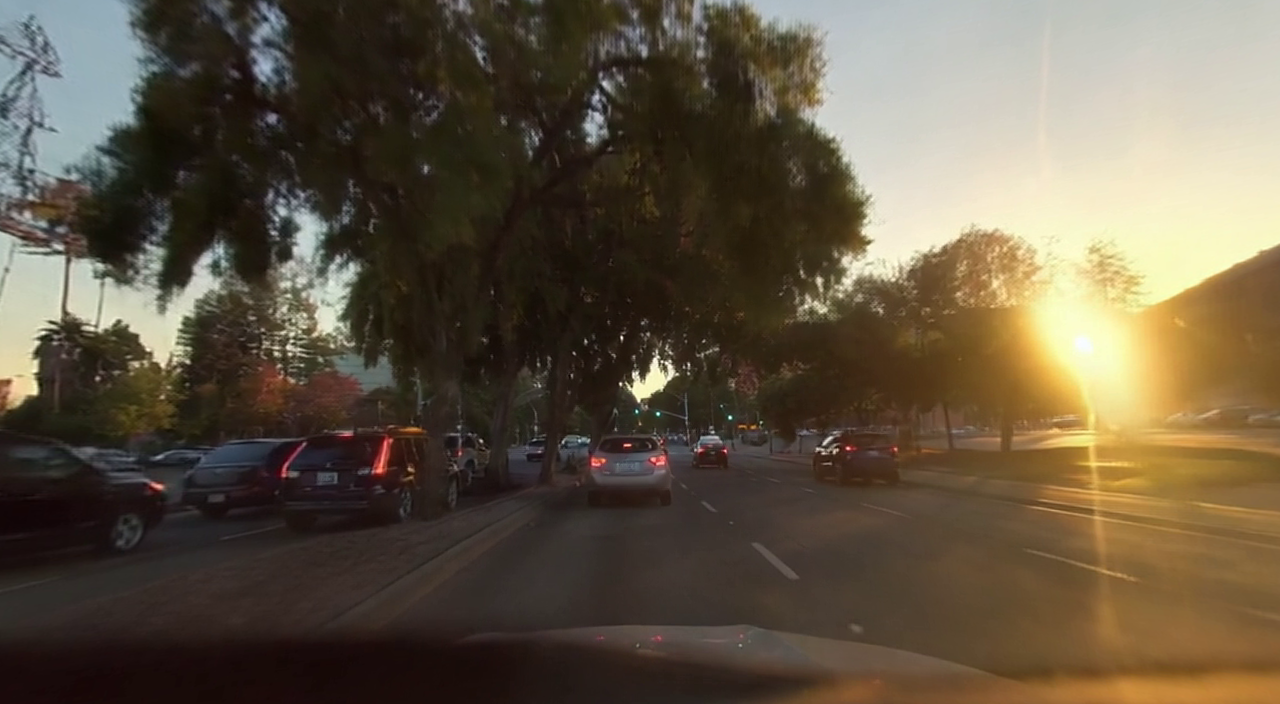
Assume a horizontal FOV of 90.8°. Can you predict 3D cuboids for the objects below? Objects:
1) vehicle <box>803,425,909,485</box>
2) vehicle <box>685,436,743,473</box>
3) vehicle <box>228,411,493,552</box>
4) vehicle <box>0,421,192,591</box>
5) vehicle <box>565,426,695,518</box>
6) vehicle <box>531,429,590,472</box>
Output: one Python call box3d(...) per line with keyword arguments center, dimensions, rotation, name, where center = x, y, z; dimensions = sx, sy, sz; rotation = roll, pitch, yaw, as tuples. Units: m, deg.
box3d(center=(6.795, 3.290, 20.379), dimensions=(1.889, 1.681, 4.120), rotation=(0, -9, -1), name="vehicle")
box3d(center=(3.157, 4.478, 27.868), dimensions=(1.905, 1.473, 4.183), rotation=(0, -9, -2), name="vehicle")
box3d(center=(-3.779, 1.837, 9.622), dimensions=(2.009, 1.619, 4.376), rotation=(0, -9, 0), name="vehicle")
box3d(center=(-6.700, 1.430, 5.929), dimensions=(1.835, 1.516, 4.423), rotation=(0, -9, -2), name="vehicle")
box3d(center=(-0.203, 2.314, 12.682), dimensions=(2.161, 1.501, 4.184), rotation=(0, -9, -1), name="vehicle")
box3d(center=(-3.591, 4.583, 29.529), dimensions=(2.154, 1.801, 5.015), rotation=(0, -8, -1), name="vehicle")
